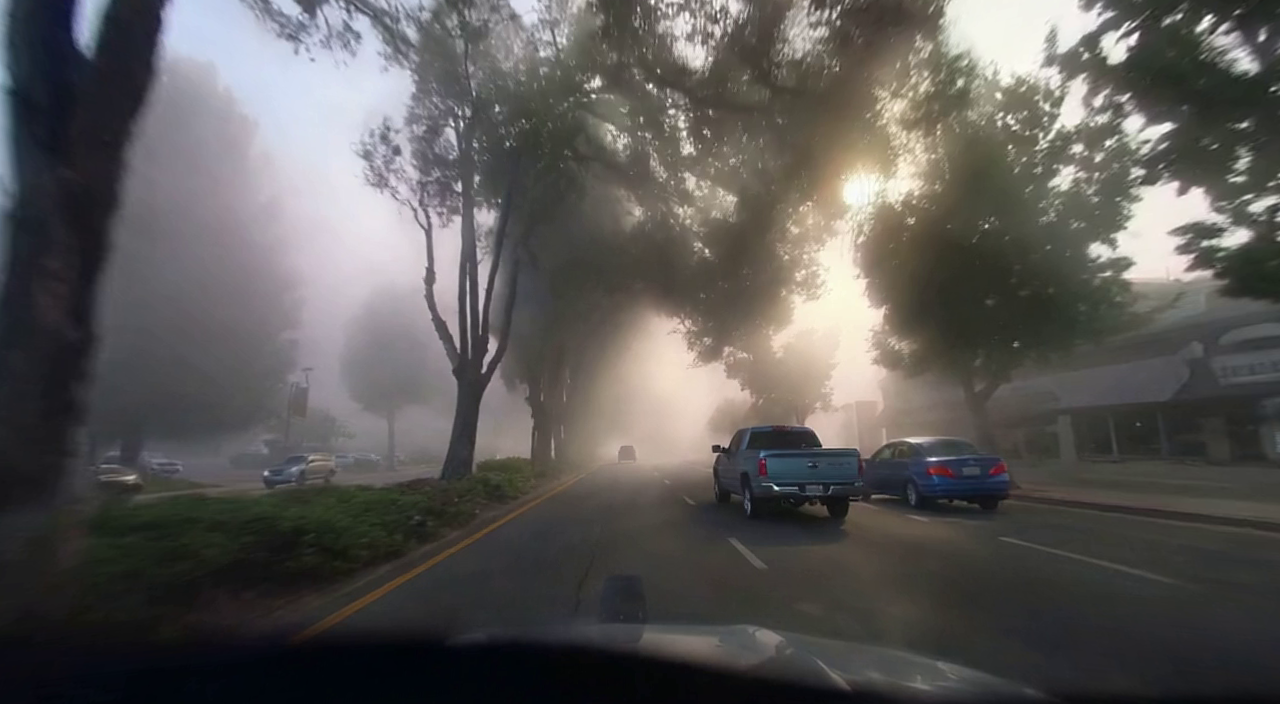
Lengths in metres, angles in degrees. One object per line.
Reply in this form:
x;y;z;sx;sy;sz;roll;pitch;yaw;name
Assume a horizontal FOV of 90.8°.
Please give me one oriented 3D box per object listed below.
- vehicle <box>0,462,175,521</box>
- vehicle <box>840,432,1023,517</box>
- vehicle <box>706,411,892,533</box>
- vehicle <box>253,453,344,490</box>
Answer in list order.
-17.067;4.213;19.533;1.960;1.461;4.495;0;-8;0;vehicle
6.251;2.654;14.231;1.993;1.604;4.260;0;-8;-1;vehicle
2.683;2.210;12.247;2.138;1.836;5.245;0;-8;-1;vehicle
-17.482;6.099;32.612;2.133;1.724;4.642;0;-9;-1;vehicle
